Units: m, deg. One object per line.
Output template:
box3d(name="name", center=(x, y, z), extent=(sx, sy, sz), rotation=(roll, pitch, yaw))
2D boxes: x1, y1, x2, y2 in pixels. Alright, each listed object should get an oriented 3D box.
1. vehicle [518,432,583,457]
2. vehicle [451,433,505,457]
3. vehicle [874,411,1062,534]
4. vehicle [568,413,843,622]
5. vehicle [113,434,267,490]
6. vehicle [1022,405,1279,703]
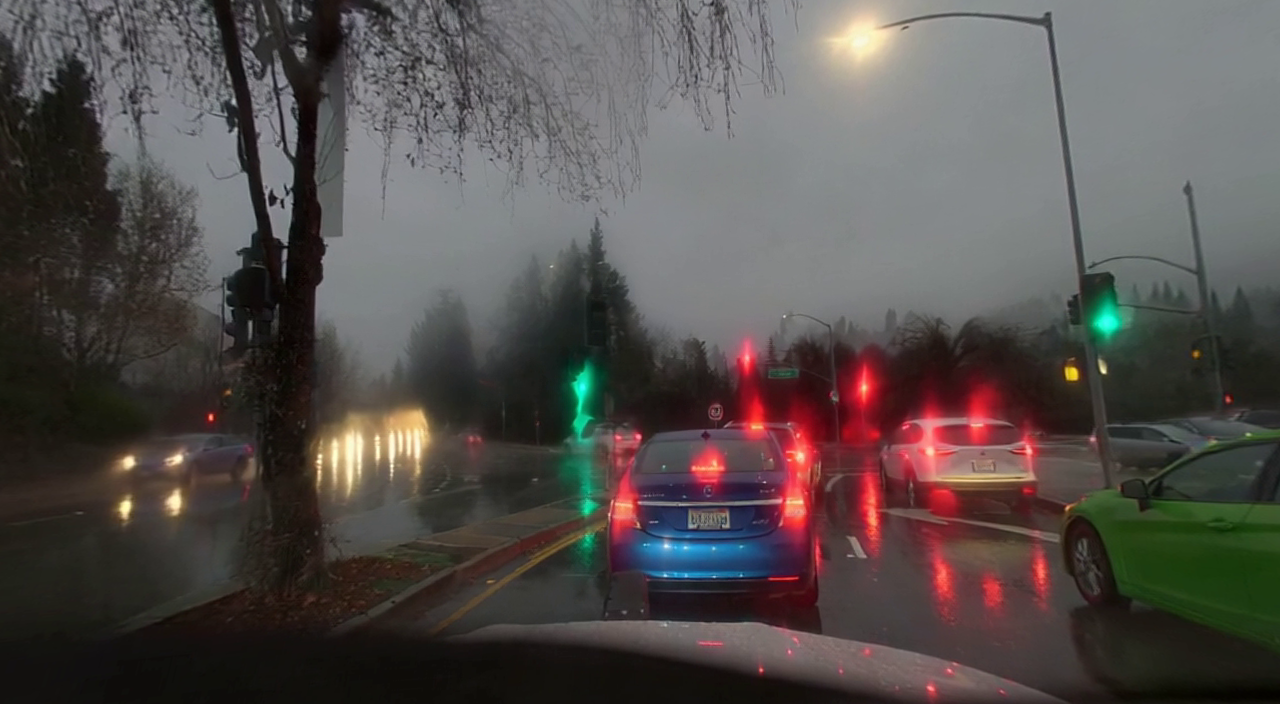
box3d(name="vehicle", center=(-5.973, 6.110, 41.543), extent=(1.932, 1.573, 4.509), rotation=(8, -11, -44))
box3d(name="vehicle", center=(-12.479, 7.121, 48.192), extent=(1.972, 1.705, 4.457), rotation=(8, -11, -44))
box3d(name="vehicle", center=(5.529, 2.046, 11.292), extent=(2.102, 1.717, 4.373), rotation=(-2, -9, 16))
box3d(name="vehicle", center=(0.851, 1.498, 6.695), extent=(2.052, 1.483, 3.928), rotation=(-2, -8, 12))
box3d(name="vehicle", center=(-13.287, 3.246, 18.982), extent=(1.976, 1.458, 4.645), rotation=(2, -8, -12))
box3d(name="vehicle", center=(4.238, 1.060, 3.369), extent=(1.954, 1.508, 4.441), rotation=(-1, -8, 6))
